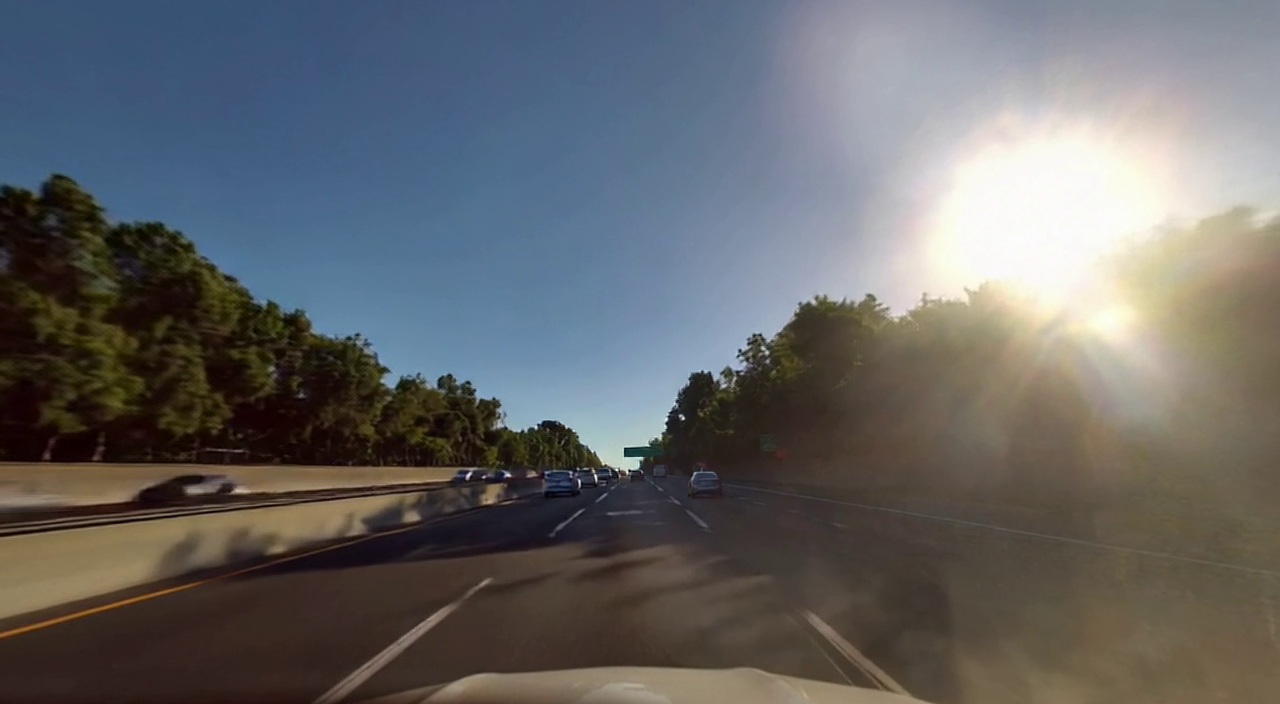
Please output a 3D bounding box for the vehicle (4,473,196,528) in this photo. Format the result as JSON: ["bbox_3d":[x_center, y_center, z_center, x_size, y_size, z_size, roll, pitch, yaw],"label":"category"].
[{"bbox_3d":[-16.176,4.443,19.289,1.811,1.427,4.503,0,-11,1],"label":"vehicle"}]

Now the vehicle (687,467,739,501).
[{"bbox_3d":[3.521,6.464,31.010,1.981,1.516,4.109,1,-11,-1],"label":"vehicle"}]

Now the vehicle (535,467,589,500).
[{"bbox_3d":[-3.762,6.451,31.194,2.004,1.468,4.812,0,-11,0],"label":"vehicle"}]
